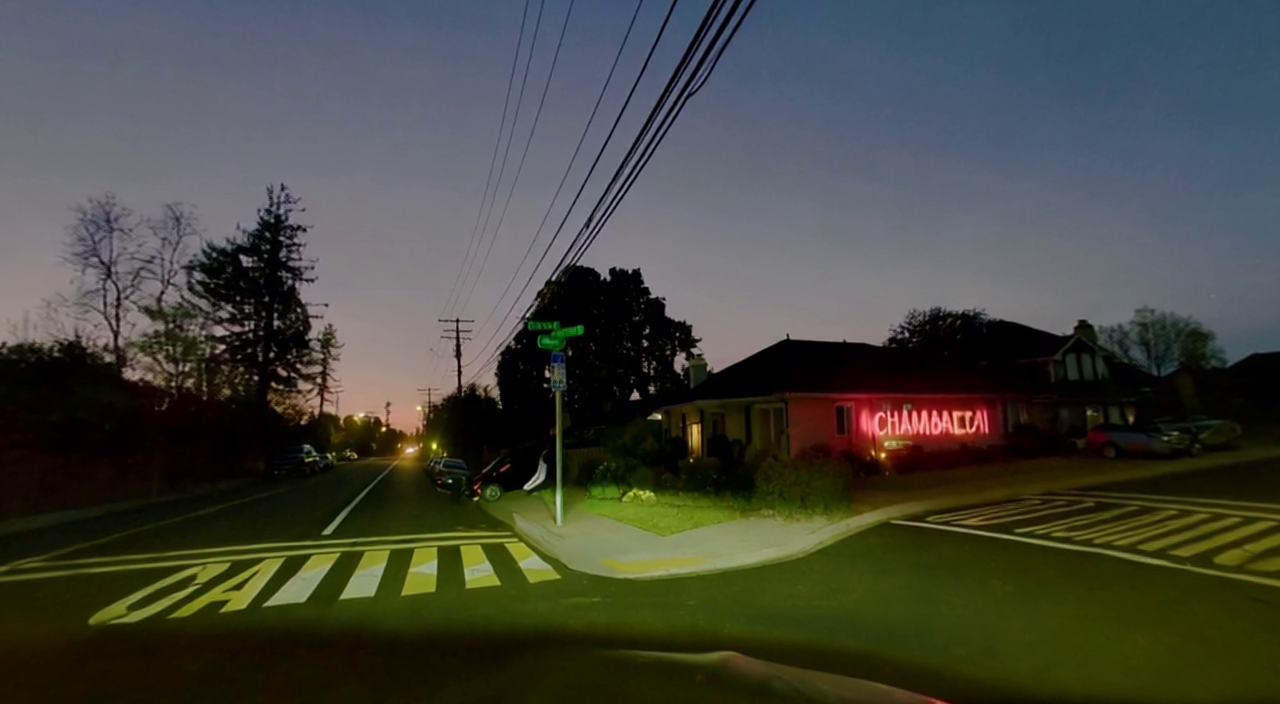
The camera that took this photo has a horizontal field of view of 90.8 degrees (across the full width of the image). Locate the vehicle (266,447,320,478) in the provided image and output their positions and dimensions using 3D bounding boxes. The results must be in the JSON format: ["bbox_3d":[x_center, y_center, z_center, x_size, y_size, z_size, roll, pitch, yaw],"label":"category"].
[{"bbox_3d":[-22.043,6.979,40.332,2.203,1.787,4.704,3,-9,-19],"label":"vehicle"}]
